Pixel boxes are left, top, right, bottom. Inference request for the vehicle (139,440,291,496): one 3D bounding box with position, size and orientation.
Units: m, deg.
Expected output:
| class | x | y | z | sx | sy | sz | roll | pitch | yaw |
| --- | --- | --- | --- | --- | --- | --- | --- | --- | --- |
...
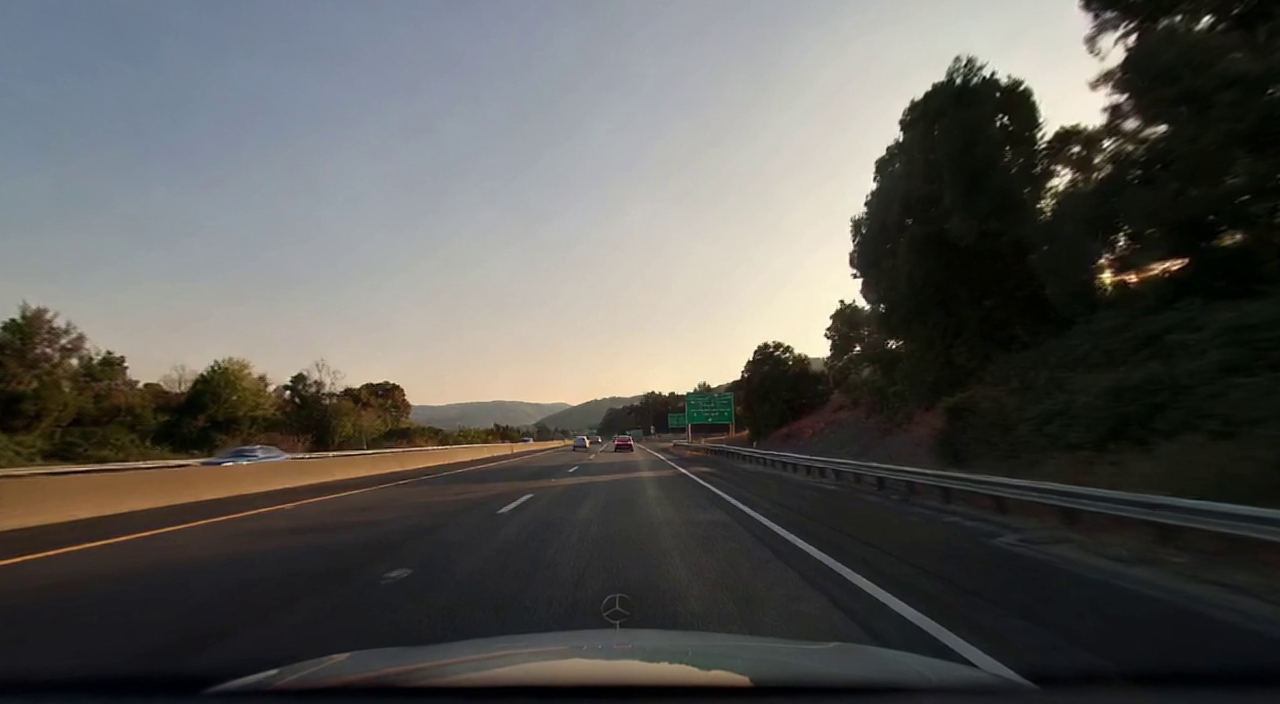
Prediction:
| class | x | y | z | sx | sy | sz | roll | pitch | yaw |
| --- | --- | --- | --- | --- | --- | --- | --- | --- | --- |
| vehicle | -12.970 | 3.510 | 19.576 | 1.838 | 1.523 | 4.224 | 0 | -8 | -1 |
